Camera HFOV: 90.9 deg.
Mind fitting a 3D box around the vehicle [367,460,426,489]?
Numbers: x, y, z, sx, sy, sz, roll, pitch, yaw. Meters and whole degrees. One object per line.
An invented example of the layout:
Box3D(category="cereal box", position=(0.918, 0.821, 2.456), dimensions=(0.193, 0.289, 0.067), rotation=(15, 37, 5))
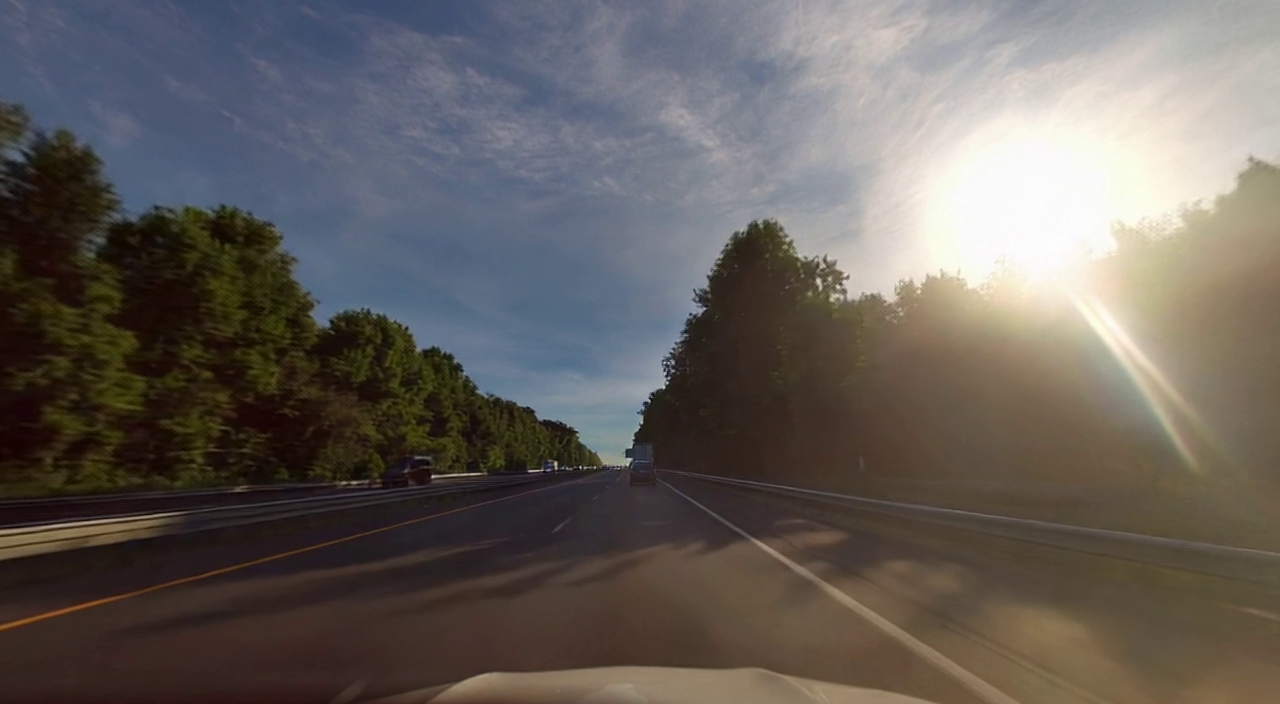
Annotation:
Box3D(category="vehicle", position=(-14.887, 7.516, 38.798), dimensions=(1.892, 1.594, 4.384), rotation=(1, -10, -1))

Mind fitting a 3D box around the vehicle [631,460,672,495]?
Box3D(category="vehicle", position=(0.565, 6.588, 33.324), dimensions=(2.048, 1.663, 4.377), rotation=(1, -10, 0))
